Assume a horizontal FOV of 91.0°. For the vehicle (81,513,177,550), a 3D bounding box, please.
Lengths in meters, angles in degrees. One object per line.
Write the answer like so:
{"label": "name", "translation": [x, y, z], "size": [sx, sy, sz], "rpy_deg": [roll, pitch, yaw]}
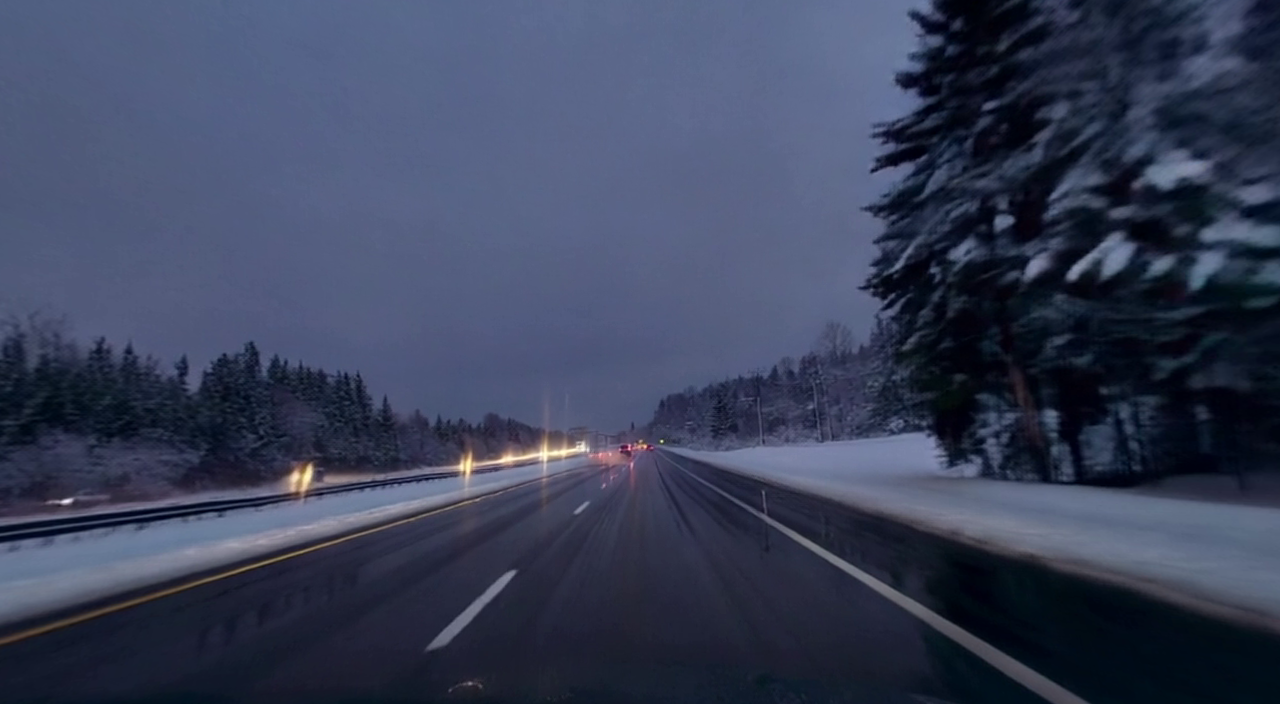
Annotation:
{"label": "vehicle", "translation": [-30.498, 10.727, 37.796], "size": [1.775, 1.530, 4.579], "rpy_deg": [-2, -9, 3]}
